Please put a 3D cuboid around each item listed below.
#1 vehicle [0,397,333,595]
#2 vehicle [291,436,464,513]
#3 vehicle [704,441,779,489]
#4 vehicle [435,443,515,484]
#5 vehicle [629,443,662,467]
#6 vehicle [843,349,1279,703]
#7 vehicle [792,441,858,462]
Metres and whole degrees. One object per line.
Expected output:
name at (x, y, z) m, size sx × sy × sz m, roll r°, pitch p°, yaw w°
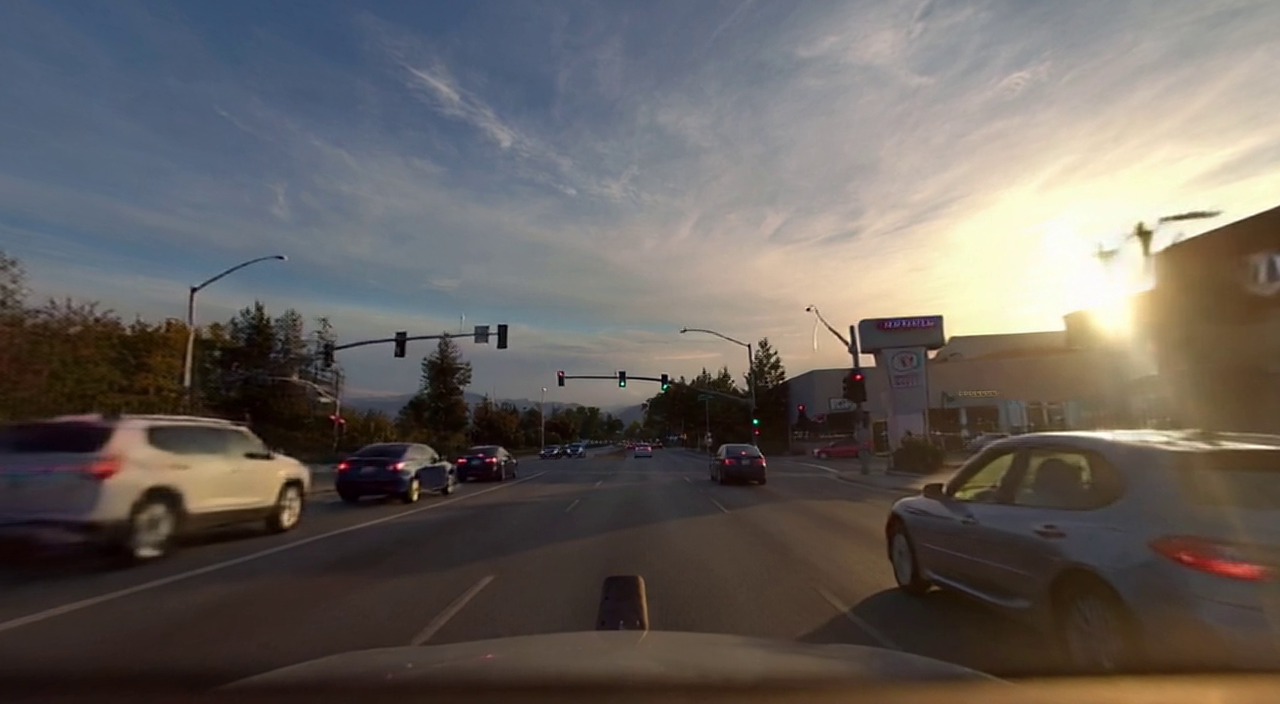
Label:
vehicle at (-6.228, 1.690, 8.303) m, size 2.136 × 1.837 × 4.669 m, roll 0°, pitch -8°, yaw -2°
vehicle at (-6.143, 2.909, 15.605) m, size 2.176 × 1.591 × 4.778 m, roll 0°, pitch -8°, yaw 1°
vehicle at (3.385, 3.829, 21.831) m, size 1.842 × 1.480 × 4.155 m, roll 0°, pitch -8°, yaw -1°
vehicle at (-6.501, 4.426, 25.356) m, size 2.038 × 1.484 × 4.273 m, roll 0°, pitch -8°, yaw 0°
vehicle at (0.328, 6.617, 40.667) m, size 2.008 × 1.464 × 4.052 m, roll 0°, pitch -8°, yaw -1°
vehicle at (3.211, 1.096, 4.121) m, size 2.174 × 1.596 × 4.779 m, roll 0°, pitch -8°, yaw 0°
vehicle at (13.839, 7.506, 47.502) m, size 4.370 × 1.517 × 1.939 m, roll -1°, pitch -9°, yaw 3°
